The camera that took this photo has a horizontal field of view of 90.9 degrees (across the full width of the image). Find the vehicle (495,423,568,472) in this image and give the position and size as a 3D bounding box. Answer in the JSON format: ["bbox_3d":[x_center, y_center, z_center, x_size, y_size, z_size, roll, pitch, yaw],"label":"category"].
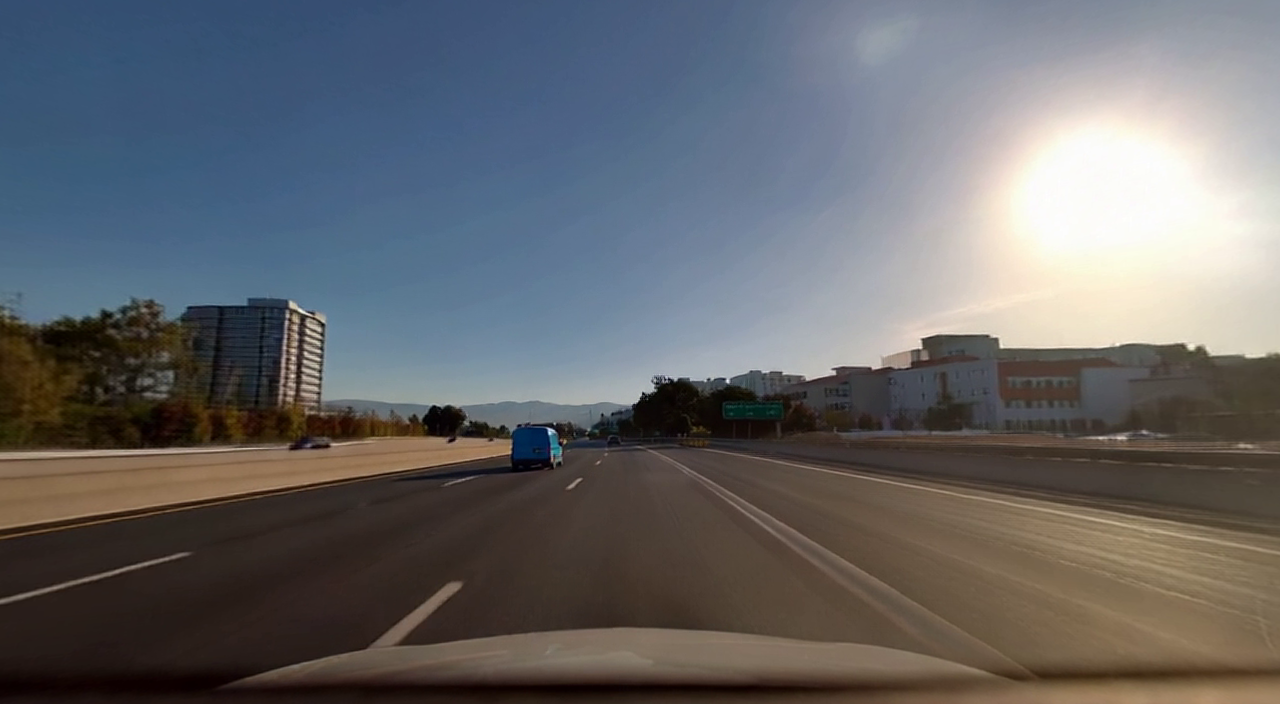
[{"bbox_3d":[-4.363,3.884,26.057,2.219,1.827,4.738,0,-8,-1],"label":"vehicle"}]
